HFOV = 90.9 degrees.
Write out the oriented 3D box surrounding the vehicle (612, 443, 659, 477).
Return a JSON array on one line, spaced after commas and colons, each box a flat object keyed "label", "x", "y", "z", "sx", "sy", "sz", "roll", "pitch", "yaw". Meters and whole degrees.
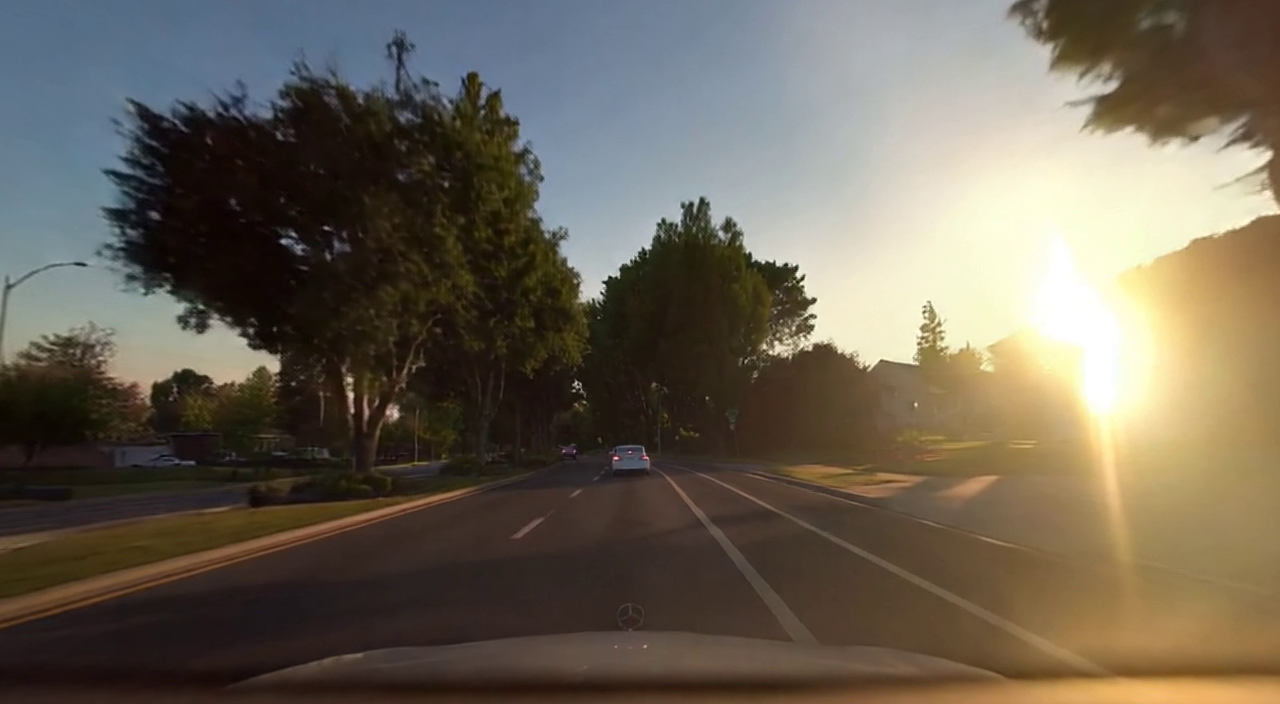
[{"label": "vehicle", "x": -0.228, "y": 4.904, "z": 28.945, "sx": 2.009, "sy": 1.456, "sz": 4.003, "roll": 0, "pitch": -8, "yaw": -1}]
